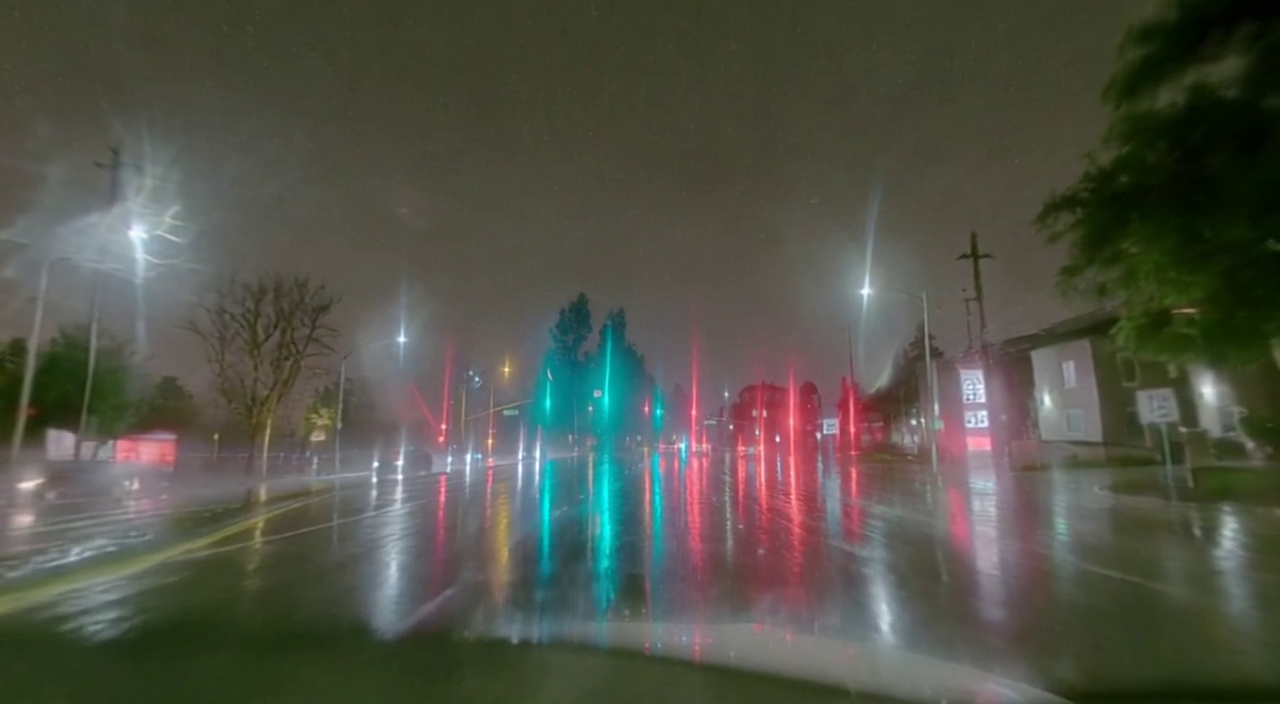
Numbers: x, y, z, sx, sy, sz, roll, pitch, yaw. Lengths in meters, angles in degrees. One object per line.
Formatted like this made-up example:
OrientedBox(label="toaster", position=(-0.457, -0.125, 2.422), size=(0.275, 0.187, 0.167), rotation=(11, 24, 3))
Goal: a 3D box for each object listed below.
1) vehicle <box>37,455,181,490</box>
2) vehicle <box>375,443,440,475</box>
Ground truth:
OrientedBox(label="vehicle", position=(-23.674, 5.376, 28.254), size=(4.606, 1.458, 1.837), rotation=(1, -8, -5))
OrientedBox(label="vehicle", position=(-13.366, 6.165, 36.539), size=(1.940, 1.690, 4.447), rotation=(0, -8, 2))
